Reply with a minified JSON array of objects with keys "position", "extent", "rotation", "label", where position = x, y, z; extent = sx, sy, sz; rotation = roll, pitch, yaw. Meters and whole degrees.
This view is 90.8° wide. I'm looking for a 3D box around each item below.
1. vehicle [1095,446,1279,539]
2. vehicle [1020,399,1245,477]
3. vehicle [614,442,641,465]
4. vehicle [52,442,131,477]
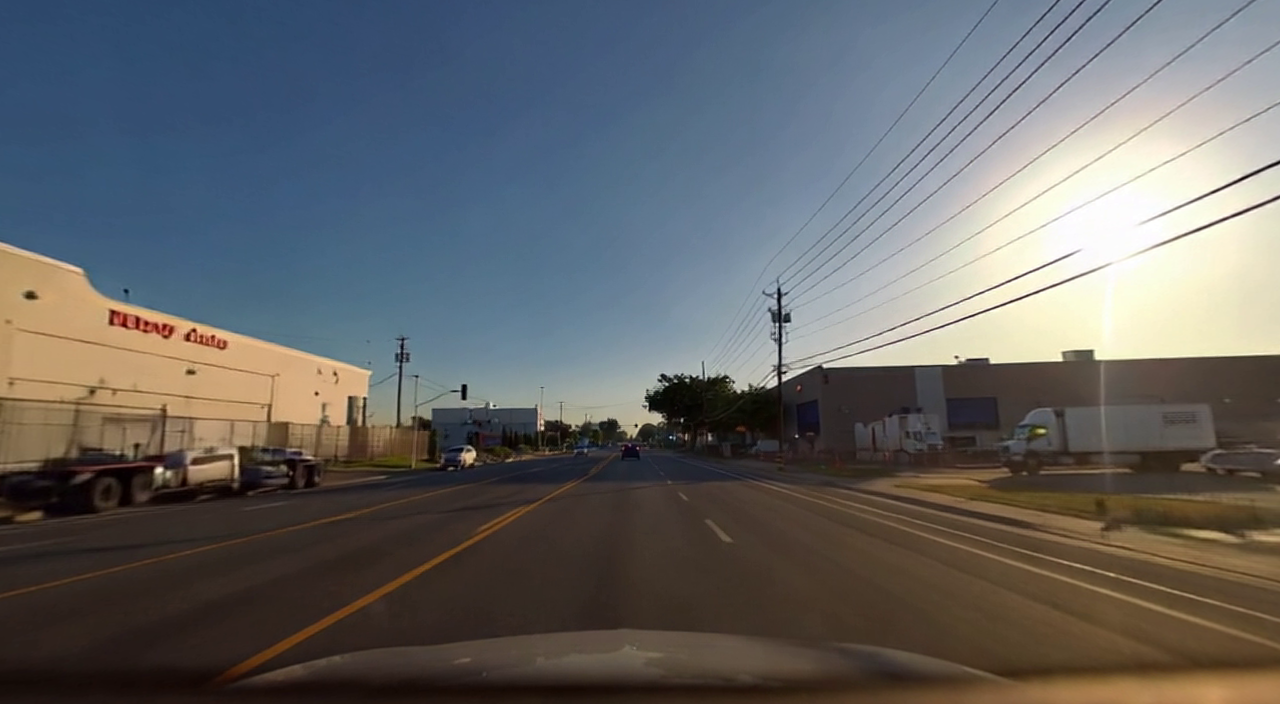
[{"position":[11.753,2.581,11.970],"extent":[4.758,1.496,1.871],"rotation":[-1,-9,0],"label":"vehicle"},{"position":[24.620,4.366,31.978],"extent":[8.701,3.665,2.906],"rotation":[0,-8,1],"label":"vehicle"},{"position":[-0.879,7.407,46.218],"extent":[1.937,1.588,3.746],"rotation":[0,-8,0],"label":"vehicle"},{"position":[-31.606,6.143,36.347],"extent":[4.992,1.876,2.169],"rotation":[-6,-10,35],"label":"vehicle"}]
